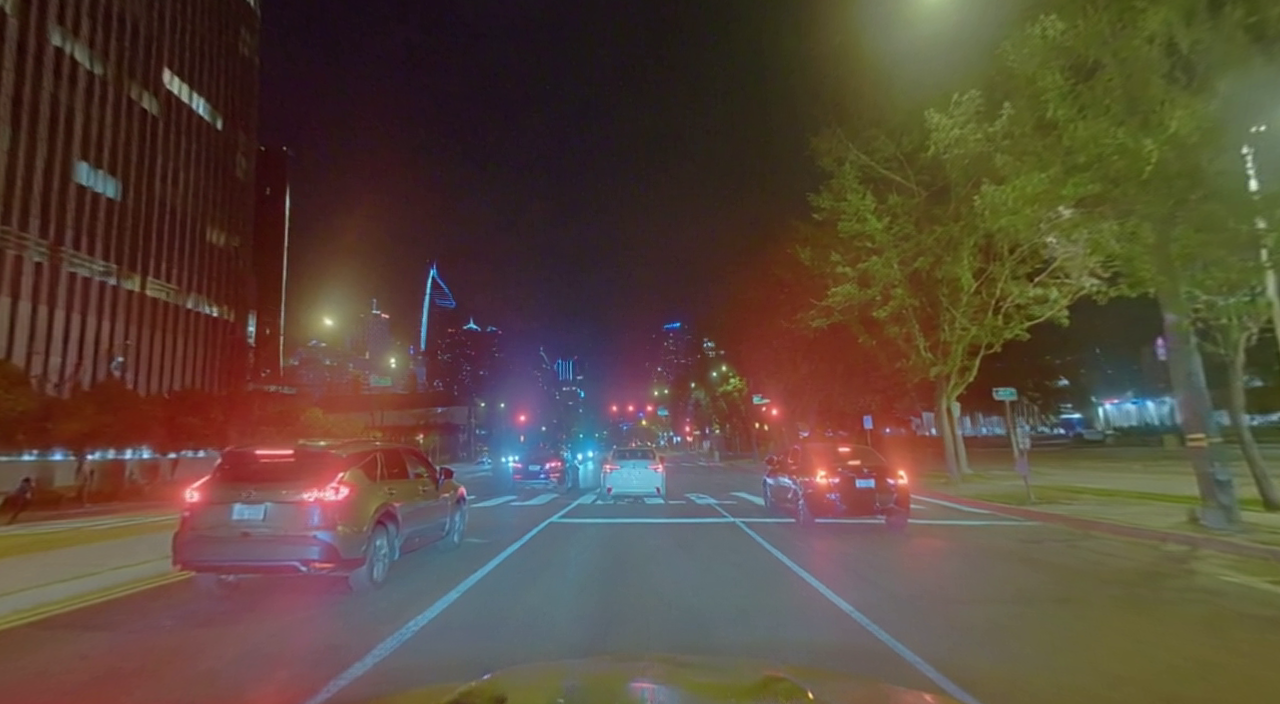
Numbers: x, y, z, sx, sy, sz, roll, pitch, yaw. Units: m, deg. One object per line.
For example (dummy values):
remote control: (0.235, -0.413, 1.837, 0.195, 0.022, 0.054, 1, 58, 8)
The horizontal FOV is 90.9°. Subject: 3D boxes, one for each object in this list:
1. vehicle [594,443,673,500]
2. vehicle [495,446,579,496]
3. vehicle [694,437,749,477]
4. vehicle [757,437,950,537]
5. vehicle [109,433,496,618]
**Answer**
vehicle: (-0.201, 3.486, 18.778, 2.101, 1.480, 3.929, 0, -8, -1)
vehicle: (-3.315, 3.909, 21.120, 2.002, 1.465, 4.098, -1, -8, 2)
vehicle: (4.248, 5.576, 33.774, 2.142, 1.957, 5.443, 0, -8, 0)
vehicle: (3.681, 2.392, 11.882, 1.990, 1.486, 4.431, 0, -8, -1)
vehicle: (-3.275, 1.749, 7.398, 2.038, 1.481, 4.379, -1, -8, 1)
